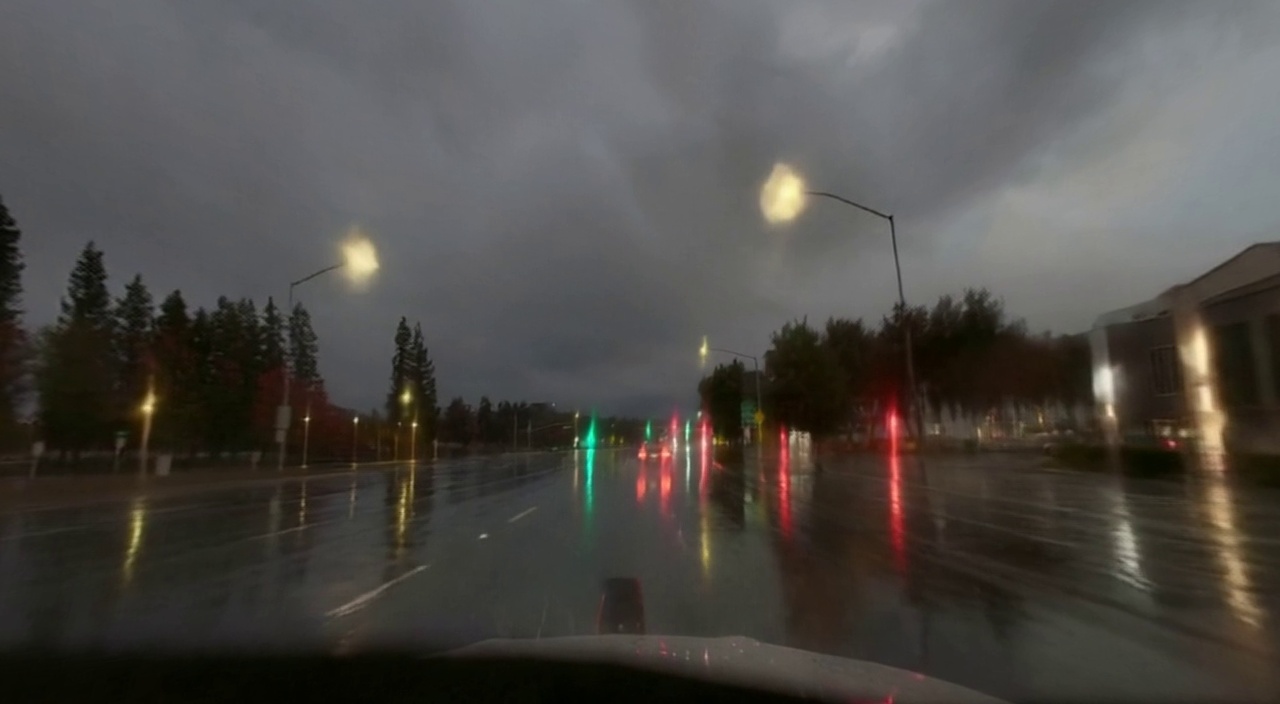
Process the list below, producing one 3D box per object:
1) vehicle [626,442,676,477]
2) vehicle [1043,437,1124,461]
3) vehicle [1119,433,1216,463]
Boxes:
[{"bbox_3d":[0.552,4.929,29.152,2.133,1.481,4.276,-1,-9,2],"label":"vehicle"},{"bbox_3d":[28.862,6.339,41.337,1.839,1.470,4.548,0,-9,-3],"label":"vehicle"},{"bbox_3d":[33.978,6.191,40.931,1.984,1.750,4.798,0,-8,-2],"label":"vehicle"}]
